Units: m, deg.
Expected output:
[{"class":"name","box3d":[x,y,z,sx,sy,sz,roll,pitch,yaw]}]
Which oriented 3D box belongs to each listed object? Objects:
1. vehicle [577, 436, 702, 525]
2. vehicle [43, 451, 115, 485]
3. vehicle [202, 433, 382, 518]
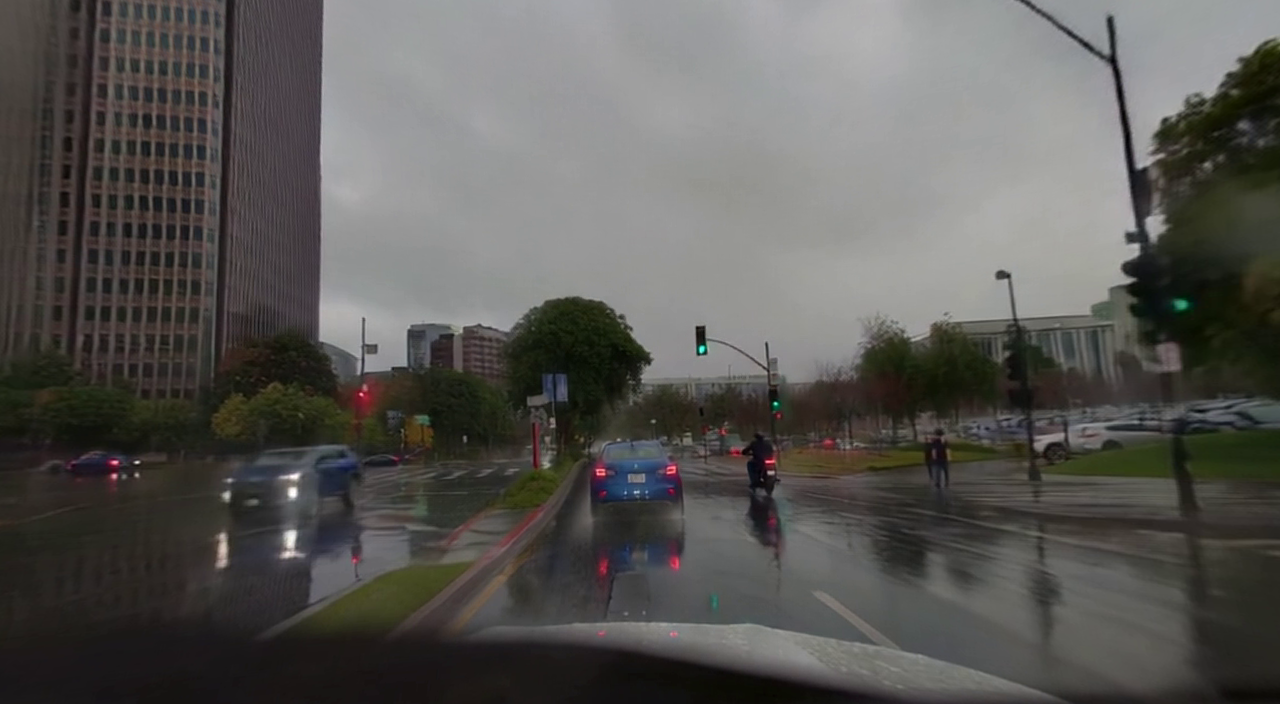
[{"class":"vehicle","box3d":[-0.119,2.479,12.720,2.118,1.480,3.949,0,-9,-3]},{"class":"vehicle","box3d":[-32.201,6.587,36.148,4.653,1.795,2.163,-7,-11,38]},{"class":"vehicle","box3d":[-8.053,2.864,15.146,1.993,1.692,4.226,0,-9,-2]}]
